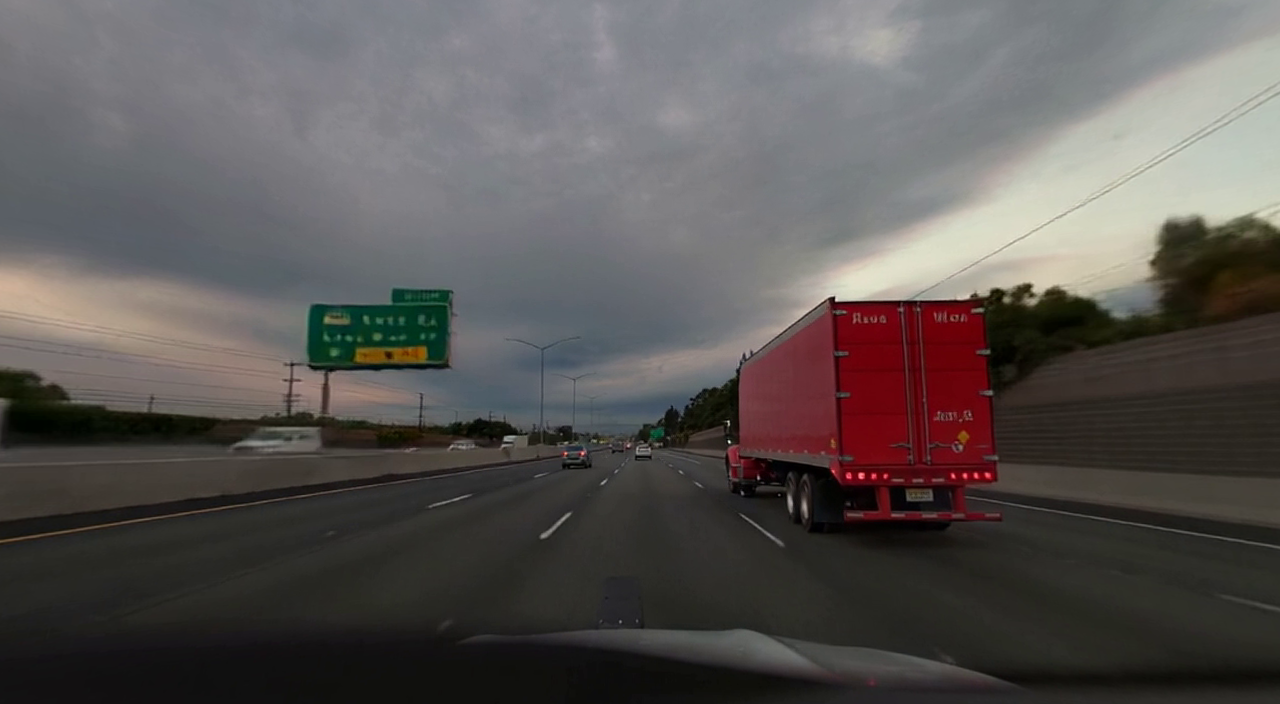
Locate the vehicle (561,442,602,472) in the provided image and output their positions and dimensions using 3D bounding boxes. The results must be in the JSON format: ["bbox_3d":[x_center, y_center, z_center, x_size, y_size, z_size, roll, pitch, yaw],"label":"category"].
[{"bbox_3d":[-3.401,6.234,37.507,2.000,1.658,4.155,0,-9,1],"label":"vehicle"}]

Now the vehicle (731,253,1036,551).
[{"bbox_3d":[3.750,1.147,12.146,3.042,4.037,7.253,0,-9,1],"label":"vehicle"}]
